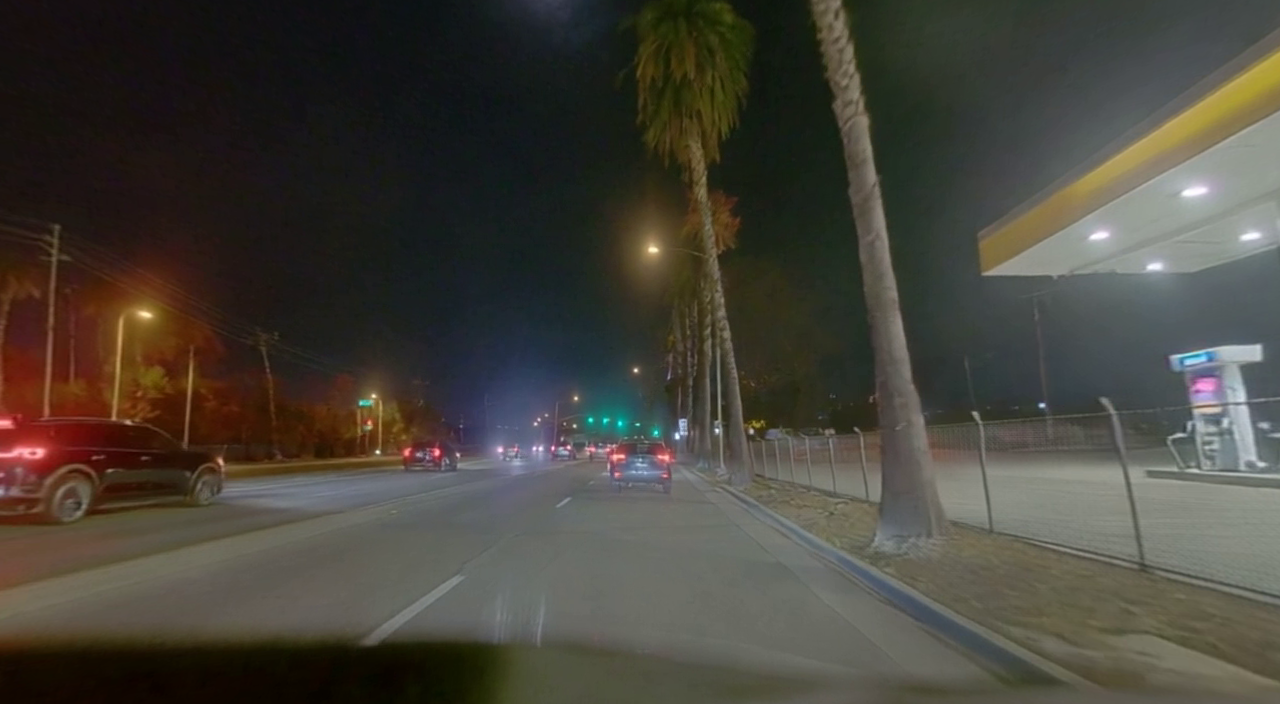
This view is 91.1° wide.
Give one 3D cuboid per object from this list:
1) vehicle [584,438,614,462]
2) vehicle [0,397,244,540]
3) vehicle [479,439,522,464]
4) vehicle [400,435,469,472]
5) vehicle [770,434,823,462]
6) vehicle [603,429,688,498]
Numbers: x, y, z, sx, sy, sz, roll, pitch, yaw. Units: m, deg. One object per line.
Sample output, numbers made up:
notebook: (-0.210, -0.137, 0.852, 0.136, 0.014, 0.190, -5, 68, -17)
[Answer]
vehicle: (-3.191, 7.791, 49.941, 2.077, 1.832, 4.706, 0, -8, 0)
vehicle: (-9.902, 1.966, 11.103, 2.269, 1.934, 5.350, 0, -8, 0)
vehicle: (-10.345, 7.449, 46.991, 1.998, 1.731, 4.952, 0, -8, 1)
vehicle: (-10.417, 5.194, 32.195, 1.965, 1.743, 4.327, 0, -8, 1)
vehicle: (8.421, 5.119, 33.553, 1.837, 1.416, 3.947, -4, -9, 27)
vehicle: (0.182, 3.076, 17.695, 2.121, 1.710, 3.893, 0, -8, 1)
